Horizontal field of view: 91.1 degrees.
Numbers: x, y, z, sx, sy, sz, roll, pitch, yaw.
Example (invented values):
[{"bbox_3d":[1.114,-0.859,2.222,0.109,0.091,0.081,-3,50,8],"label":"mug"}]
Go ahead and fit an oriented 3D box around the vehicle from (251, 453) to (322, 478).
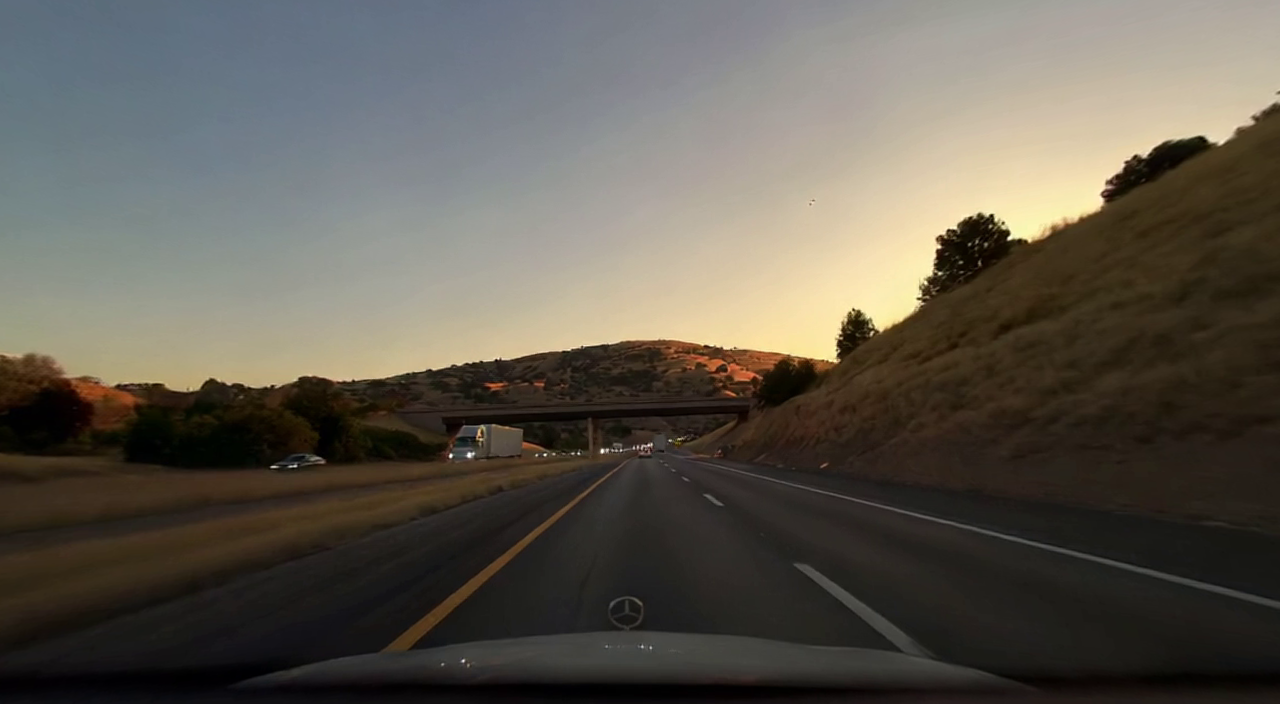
[{"bbox_3d":[-23.626,7.574,42.161,1.941,1.485,4.816,0,-8,0],"label":"vehicle"}]
